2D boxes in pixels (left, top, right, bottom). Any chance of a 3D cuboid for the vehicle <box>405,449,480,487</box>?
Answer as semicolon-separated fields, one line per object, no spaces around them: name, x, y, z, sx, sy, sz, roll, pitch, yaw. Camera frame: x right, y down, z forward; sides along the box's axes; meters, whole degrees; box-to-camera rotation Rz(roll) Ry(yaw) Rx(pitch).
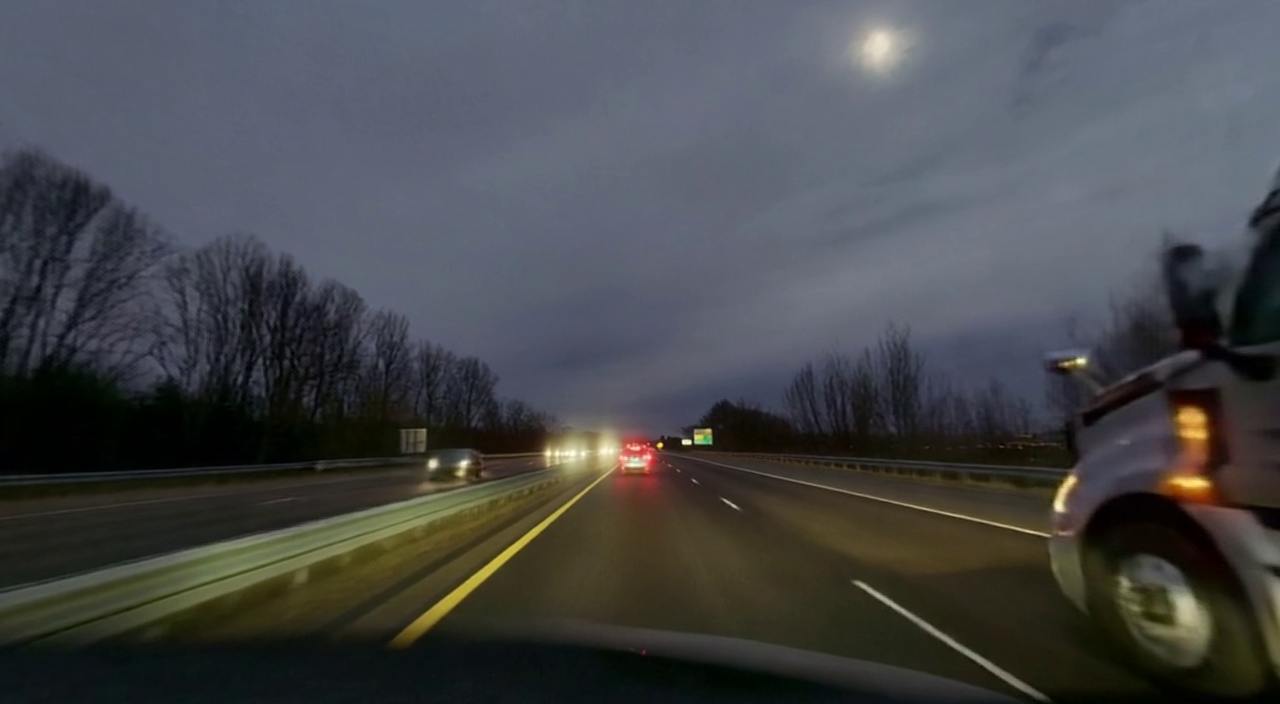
vehicle;-8.750;5.147;28.197;1.942;1.534;4.500;0;-9;-1

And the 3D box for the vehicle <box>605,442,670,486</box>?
vehicle;-0.130;4.238;23.950;2.244;1.506;4.097;0;-9;-1
